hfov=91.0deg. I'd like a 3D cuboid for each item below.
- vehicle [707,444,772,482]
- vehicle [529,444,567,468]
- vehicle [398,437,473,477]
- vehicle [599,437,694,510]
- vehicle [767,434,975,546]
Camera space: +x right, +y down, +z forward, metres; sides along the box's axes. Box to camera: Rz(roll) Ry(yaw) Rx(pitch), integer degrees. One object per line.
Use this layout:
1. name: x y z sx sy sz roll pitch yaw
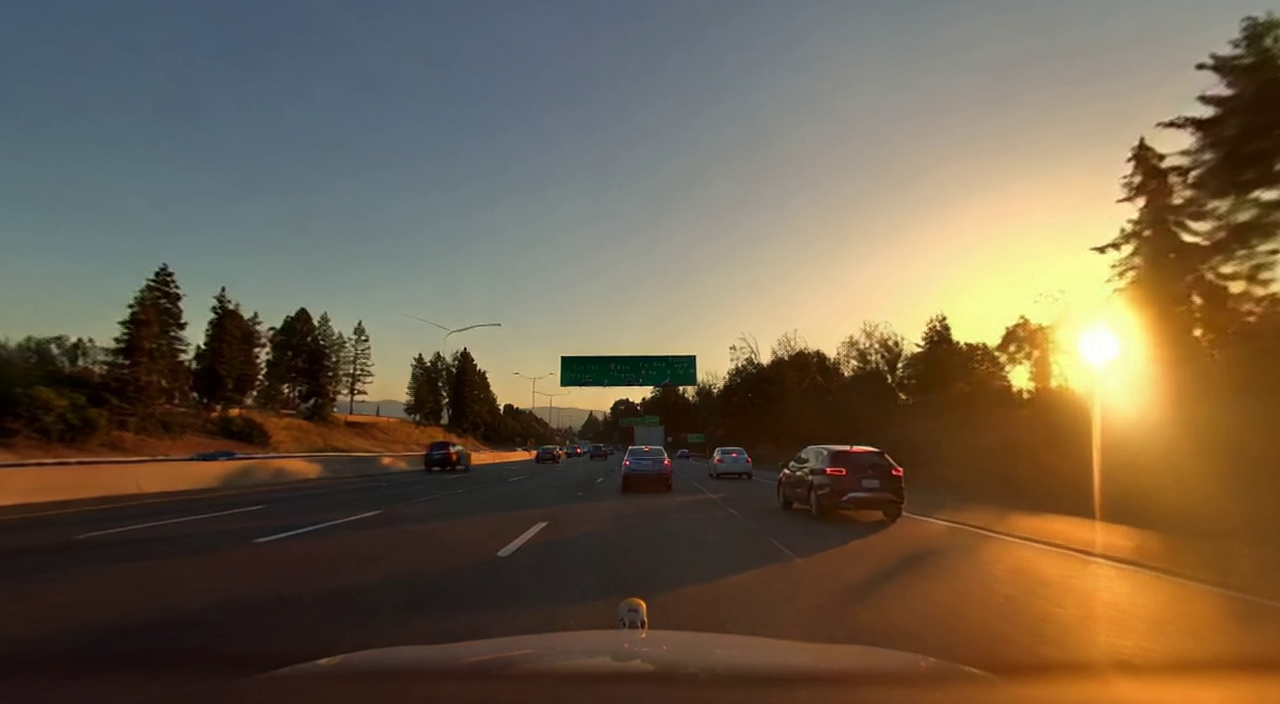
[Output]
1. vehicle: 4.196 4.758 27.299 2.002 1.499 4.710 0 -9 -1
2. vehicle: -6.382 7.250 44.088 2.014 1.587 4.265 0 -9 0
3. vehicle: -10.024 5.169 31.331 1.978 1.821 4.975 0 -9 1
4. vehicle: 0.152 2.904 15.513 2.044 1.554 3.824 0 -9 0
5. vehicle: 3.617 2.223 10.791 2.044 1.523 3.947 0 -9 0
